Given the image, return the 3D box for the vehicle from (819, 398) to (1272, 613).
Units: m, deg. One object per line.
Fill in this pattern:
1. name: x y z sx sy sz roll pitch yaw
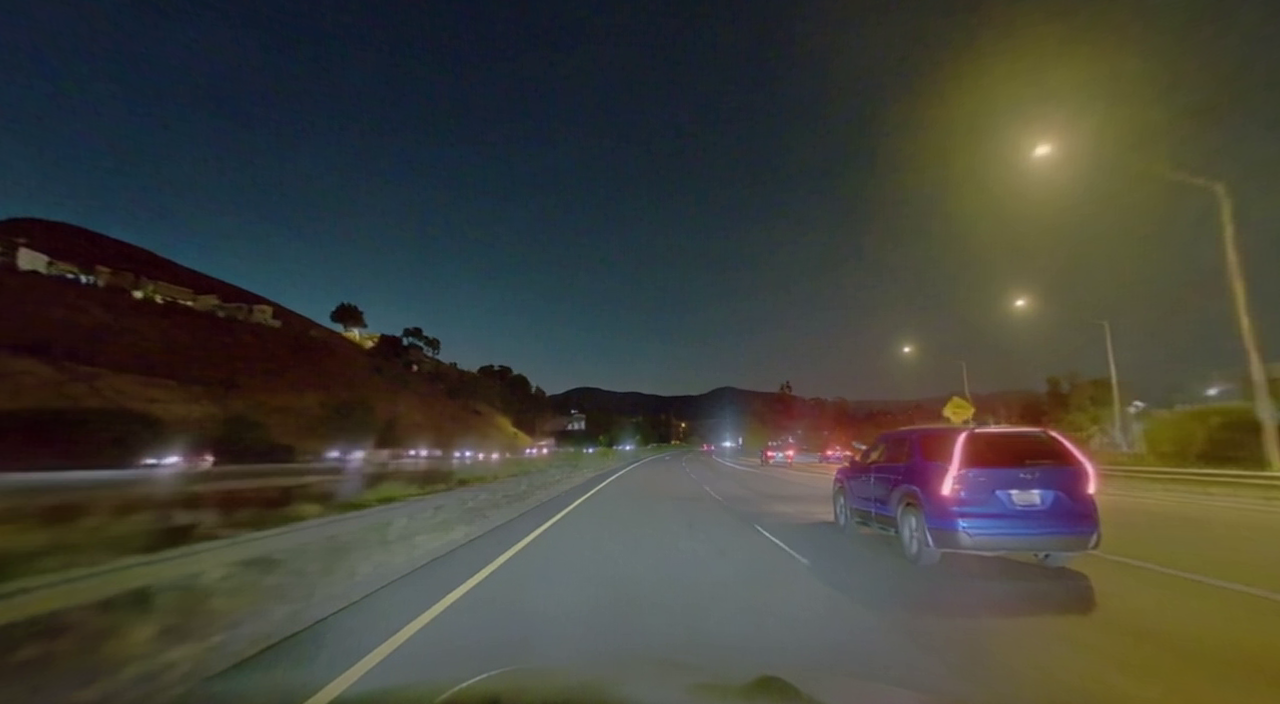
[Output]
1. vehicle: 4.022 1.612 7.568 2.318 1.766 4.587 0 -9 -1

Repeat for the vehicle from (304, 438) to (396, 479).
1. vehicle: -16.217 5.953 35.643 2.238 2.109 5.879 0 -9 2

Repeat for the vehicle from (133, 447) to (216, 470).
1. vehicle: -32.364 7.395 43.927 1.971 1.477 4.562 -1 -9 5
